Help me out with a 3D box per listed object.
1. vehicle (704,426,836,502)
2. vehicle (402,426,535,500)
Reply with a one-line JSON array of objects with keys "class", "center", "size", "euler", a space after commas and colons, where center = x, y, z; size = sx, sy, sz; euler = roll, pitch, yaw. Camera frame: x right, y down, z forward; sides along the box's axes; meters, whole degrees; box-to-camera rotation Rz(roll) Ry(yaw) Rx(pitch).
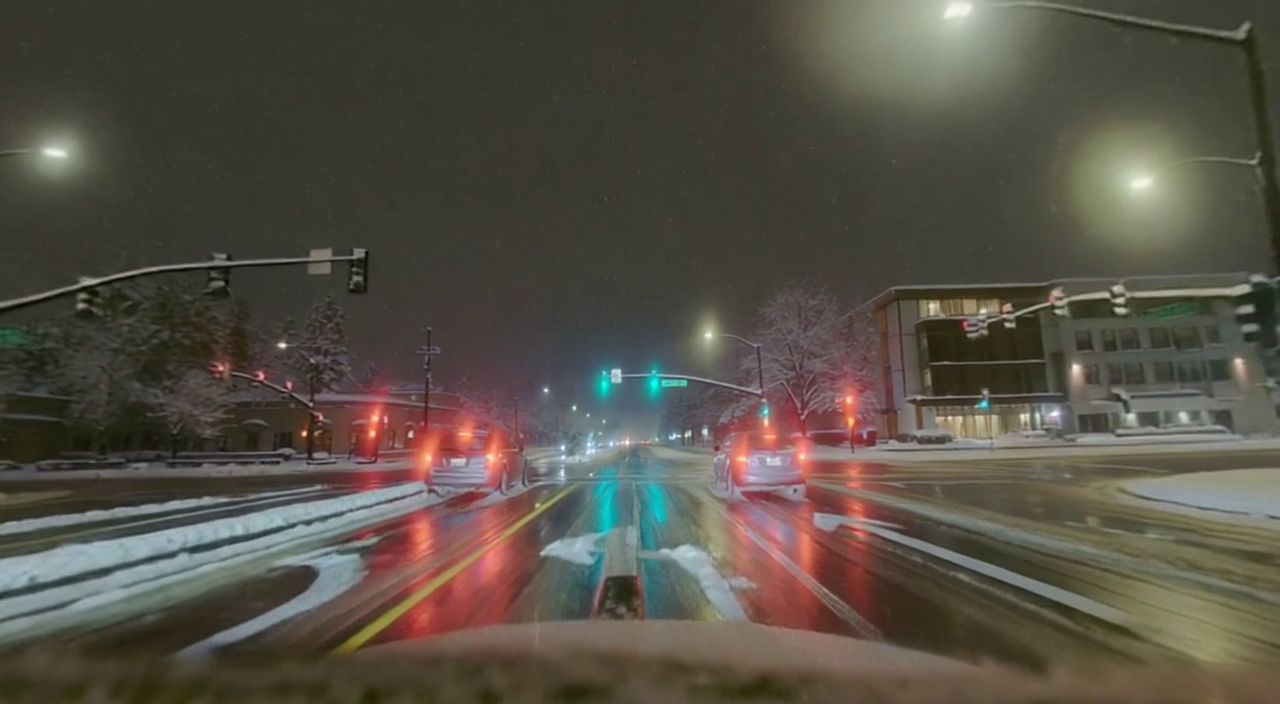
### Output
[{"class": "vehicle", "center": [2.878, 2.629, 15.225], "size": [2.130, 1.524, 4.722], "euler": [0, -8, -1]}, {"class": "vehicle", "center": [-3.990, 2.680, 15.625], "size": [1.973, 1.526, 4.533], "euler": [0, -8, 1]}]
